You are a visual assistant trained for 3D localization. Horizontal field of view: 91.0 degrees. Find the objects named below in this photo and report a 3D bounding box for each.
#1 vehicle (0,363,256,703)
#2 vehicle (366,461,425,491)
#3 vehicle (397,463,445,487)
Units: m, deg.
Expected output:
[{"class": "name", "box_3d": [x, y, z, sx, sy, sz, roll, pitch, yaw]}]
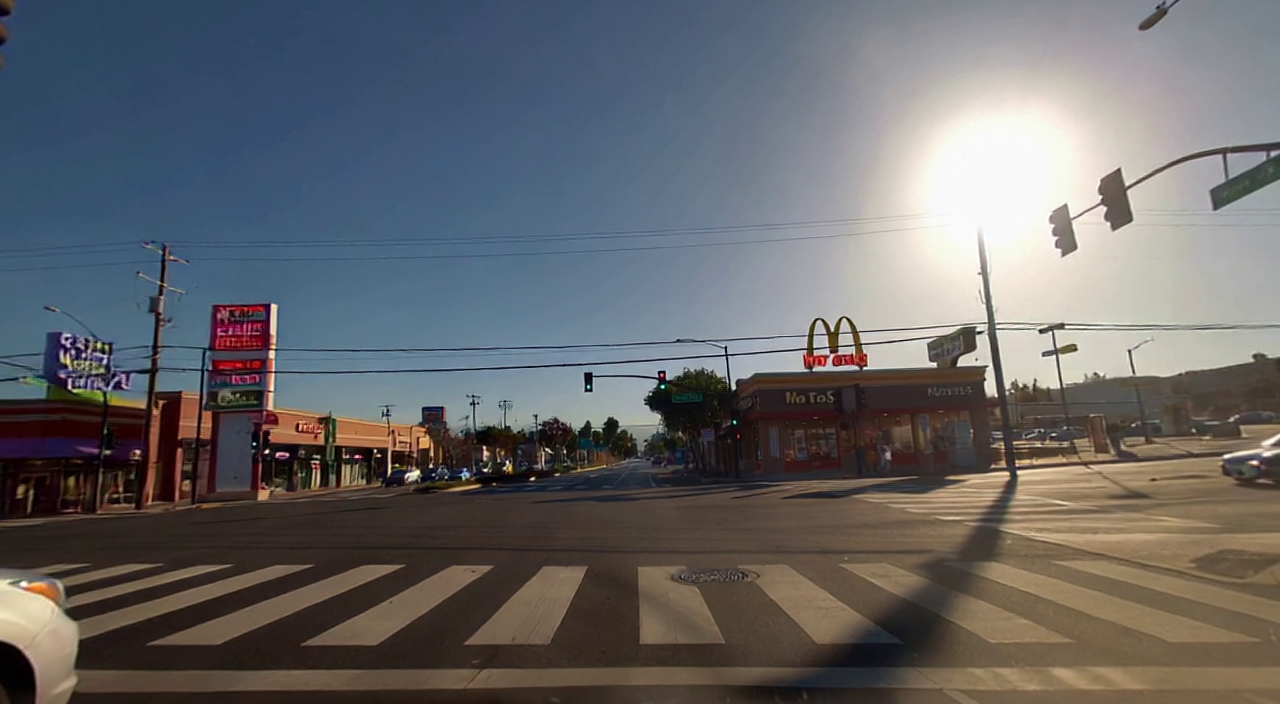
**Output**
[{"class": "vehicle", "box_3d": [-3.411, 0.738, 1.411, 2.081, 1.644, 4.523, 0, -9, 2]}, {"class": "vehicle", "box_3d": [-19.203, 9.732, 49.803, 2.227, 2.033, 5.614, 0, -9, 1]}, {"class": "vehicle", "box_3d": [-15.739, 8.833, 45.415, 1.931, 1.471, 4.152, 0, -9, 0]}]
